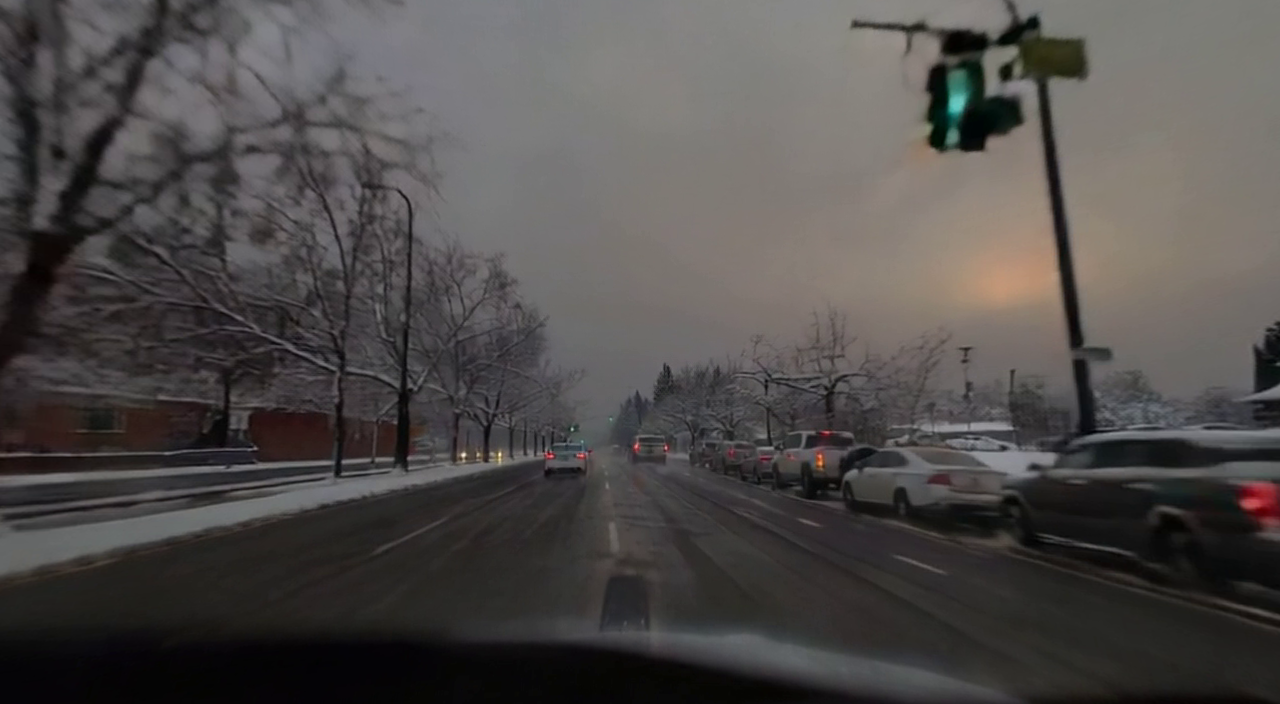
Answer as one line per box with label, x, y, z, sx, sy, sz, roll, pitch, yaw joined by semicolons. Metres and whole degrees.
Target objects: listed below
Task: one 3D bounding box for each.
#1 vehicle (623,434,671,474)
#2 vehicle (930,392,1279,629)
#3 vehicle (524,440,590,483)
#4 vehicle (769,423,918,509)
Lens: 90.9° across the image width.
vehicle;0.257;4.949;30.817;2.073;1.822;4.276;0;-8;-3
vehicle;5.814;1.598;7.046;2.184;1.786;5.497;2;-9;-4
vehicle;-3.023;4.056;23.685;2.140;1.474;4.026;0;-8;-3
vehicle;5.163;2.961;16.884;2.177;1.966;4.707;0;-8;-3
